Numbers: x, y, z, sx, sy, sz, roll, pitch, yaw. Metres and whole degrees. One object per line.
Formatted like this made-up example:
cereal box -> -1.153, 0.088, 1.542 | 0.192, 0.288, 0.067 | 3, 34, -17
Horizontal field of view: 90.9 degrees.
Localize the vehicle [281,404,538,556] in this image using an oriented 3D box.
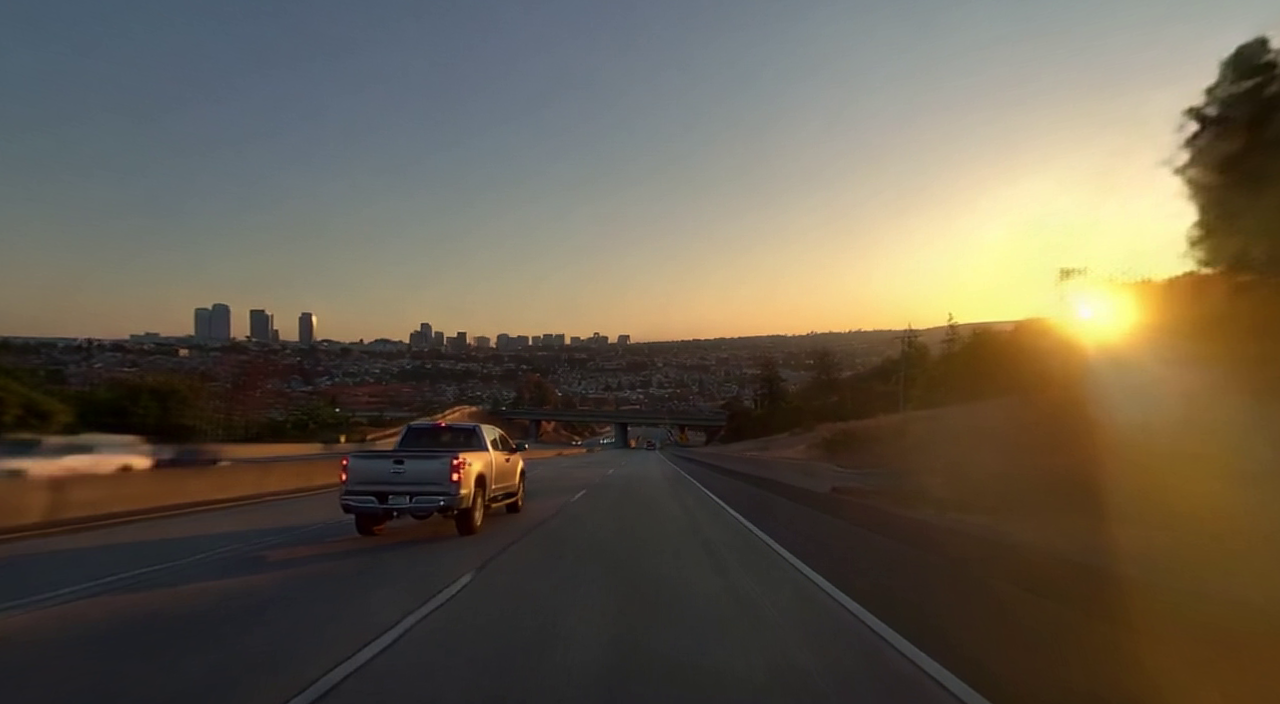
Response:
vehicle -> -3.421, 2.054, 10.977 | 2.350, 1.932, 5.562 | -1, -8, 0
